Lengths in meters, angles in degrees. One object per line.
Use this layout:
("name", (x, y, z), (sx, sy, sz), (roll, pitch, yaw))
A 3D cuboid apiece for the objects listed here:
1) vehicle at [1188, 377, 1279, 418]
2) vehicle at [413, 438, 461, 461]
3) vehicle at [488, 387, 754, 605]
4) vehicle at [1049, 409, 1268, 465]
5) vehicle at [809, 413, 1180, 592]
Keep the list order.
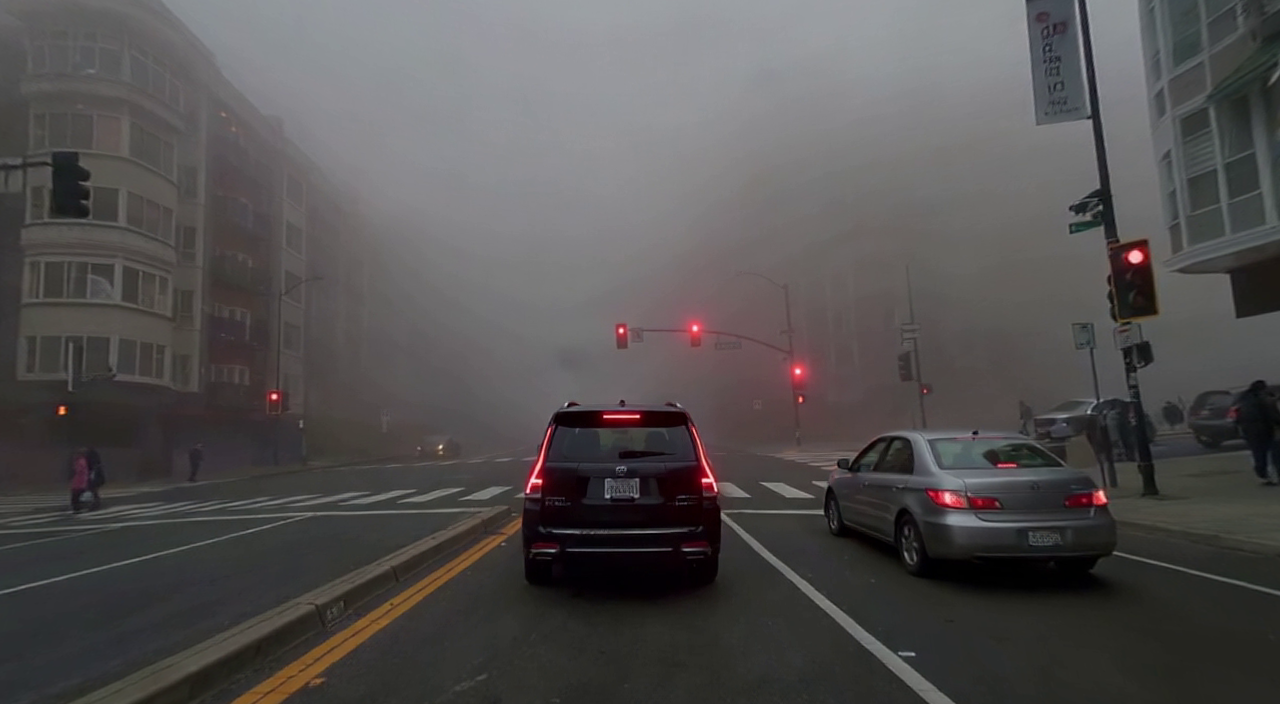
("vehicle", (26.569, 1.977, 27.168), (4.287, 1.639, 1.729), (0, -8, 1))
("vehicle", (-15.943, 7.685, 49.851), (2.132, 1.710, 4.504), (0, -8, 2))
("vehicle", (-0.145, 1.483, 7.321), (2.168, 1.776, 4.135), (0, -8, 0))
("vehicle", (14.273, 2.378, 17.612), (4.354, 1.466, 1.863), (-1, -8, 2))
("vehicle", (3.699, 1.648, 7.816), (1.987, 1.538, 4.510), (0, -8, 1))
